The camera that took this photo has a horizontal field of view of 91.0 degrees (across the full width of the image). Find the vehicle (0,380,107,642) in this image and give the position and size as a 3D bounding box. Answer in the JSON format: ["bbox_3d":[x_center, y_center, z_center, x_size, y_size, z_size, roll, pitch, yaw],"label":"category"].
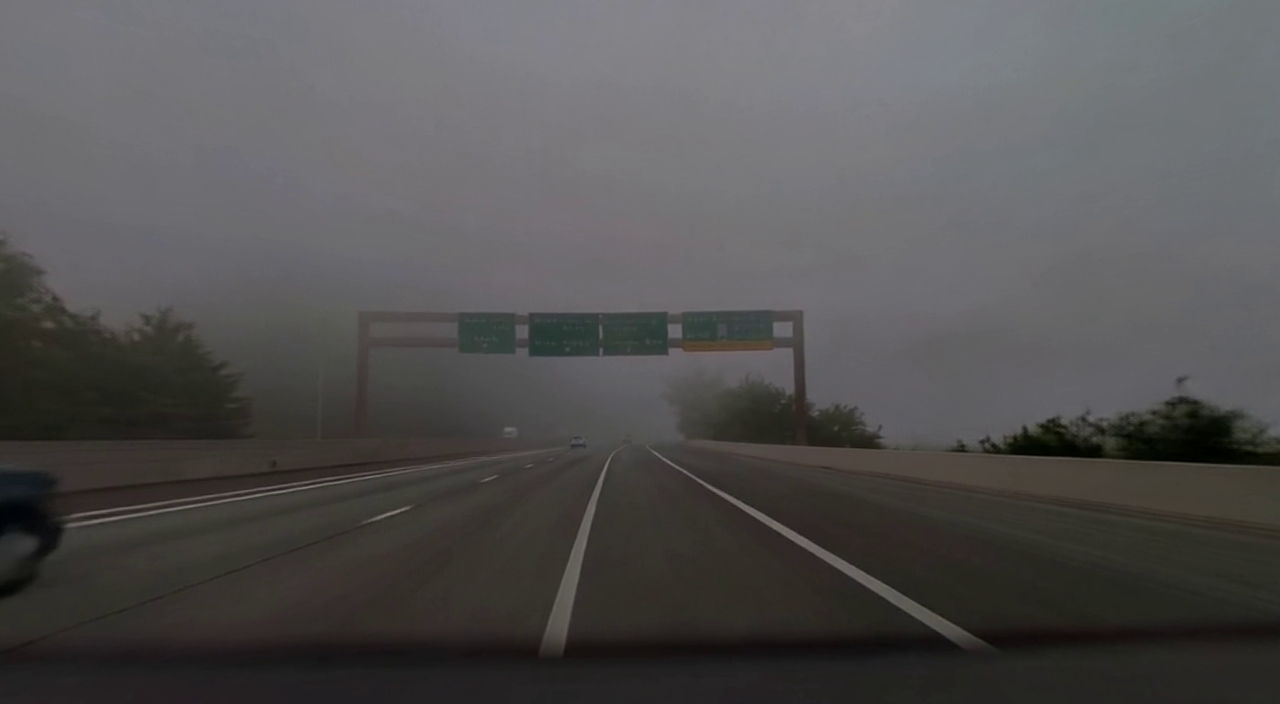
[{"bbox_3d":[-5.036,0.788,2.354,2.055,1.662,4.773,0,-8,-3],"label":"vehicle"}]
